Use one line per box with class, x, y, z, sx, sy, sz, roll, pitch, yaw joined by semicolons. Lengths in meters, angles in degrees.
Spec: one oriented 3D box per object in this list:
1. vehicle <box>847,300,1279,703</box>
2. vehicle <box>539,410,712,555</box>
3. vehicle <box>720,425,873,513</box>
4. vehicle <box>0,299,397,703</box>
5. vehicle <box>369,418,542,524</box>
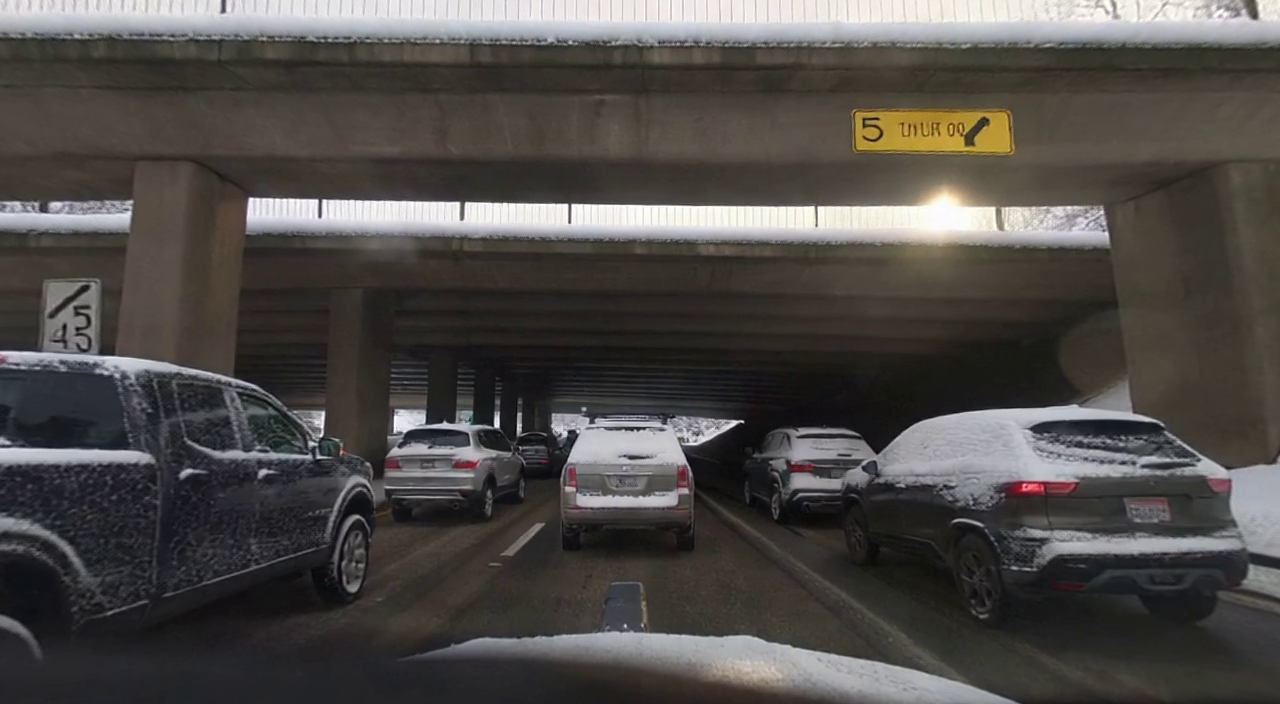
vehicle;3.673;1.095;5.060;2.401;1.968;4.841;0;-8;1
vehicle;-0.211;1.876;9.641;2.097;1.748;3.794;0;-8;-1
vehicle;3.460;2.731;15.269;2.234;1.720;5.378;0;-8;-1
vehicle;-3.393;0.911;3.616;2.074;1.814;4.596;0;-8;1
vehicle;-3.338;2.250;12.371;2.127;1.720;4.064;0;-8;0
